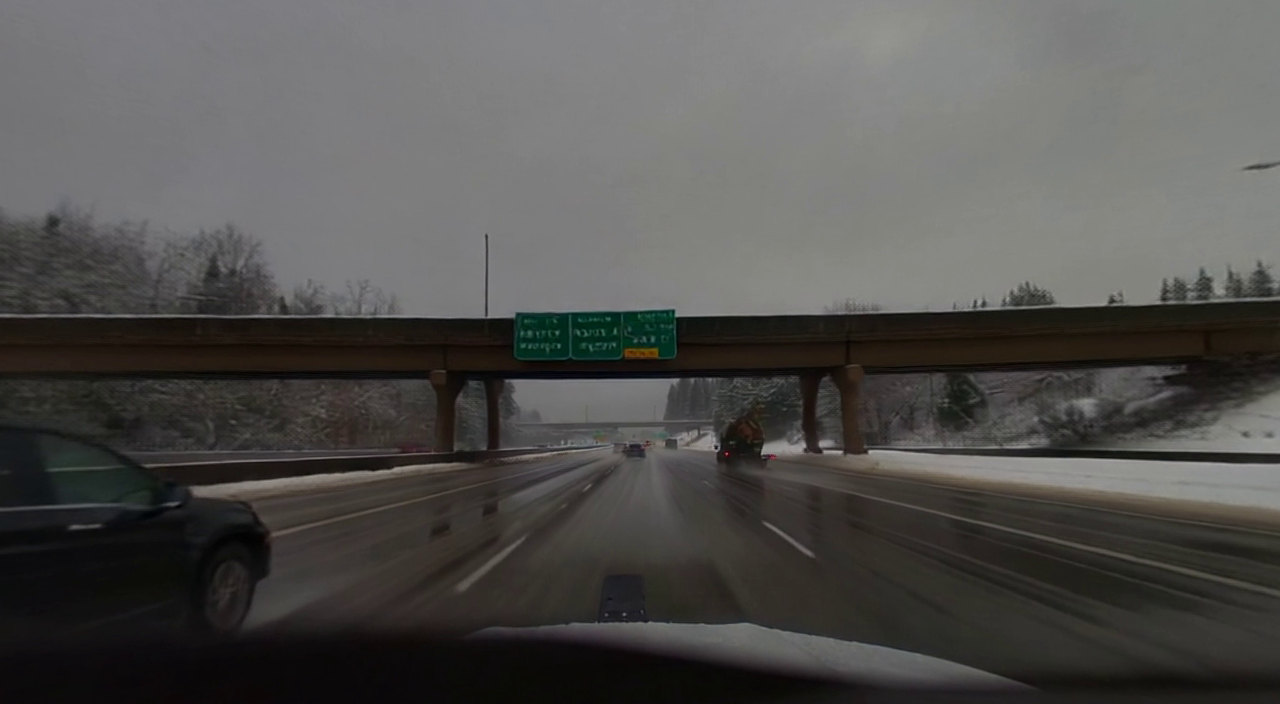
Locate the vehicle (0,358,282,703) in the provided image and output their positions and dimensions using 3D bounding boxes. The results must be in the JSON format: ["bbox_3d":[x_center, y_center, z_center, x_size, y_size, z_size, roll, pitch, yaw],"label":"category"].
[{"bbox_3d":[-3.799,0.813,2.120,2.259,1.706,4.924,0,-8,0],"label":"vehicle"}]

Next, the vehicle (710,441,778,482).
[{"bbox_3d":[4.025,4.289,25.079,1.908,1.483,4.259,0,-8,-1],"label":"vehicle"}]
